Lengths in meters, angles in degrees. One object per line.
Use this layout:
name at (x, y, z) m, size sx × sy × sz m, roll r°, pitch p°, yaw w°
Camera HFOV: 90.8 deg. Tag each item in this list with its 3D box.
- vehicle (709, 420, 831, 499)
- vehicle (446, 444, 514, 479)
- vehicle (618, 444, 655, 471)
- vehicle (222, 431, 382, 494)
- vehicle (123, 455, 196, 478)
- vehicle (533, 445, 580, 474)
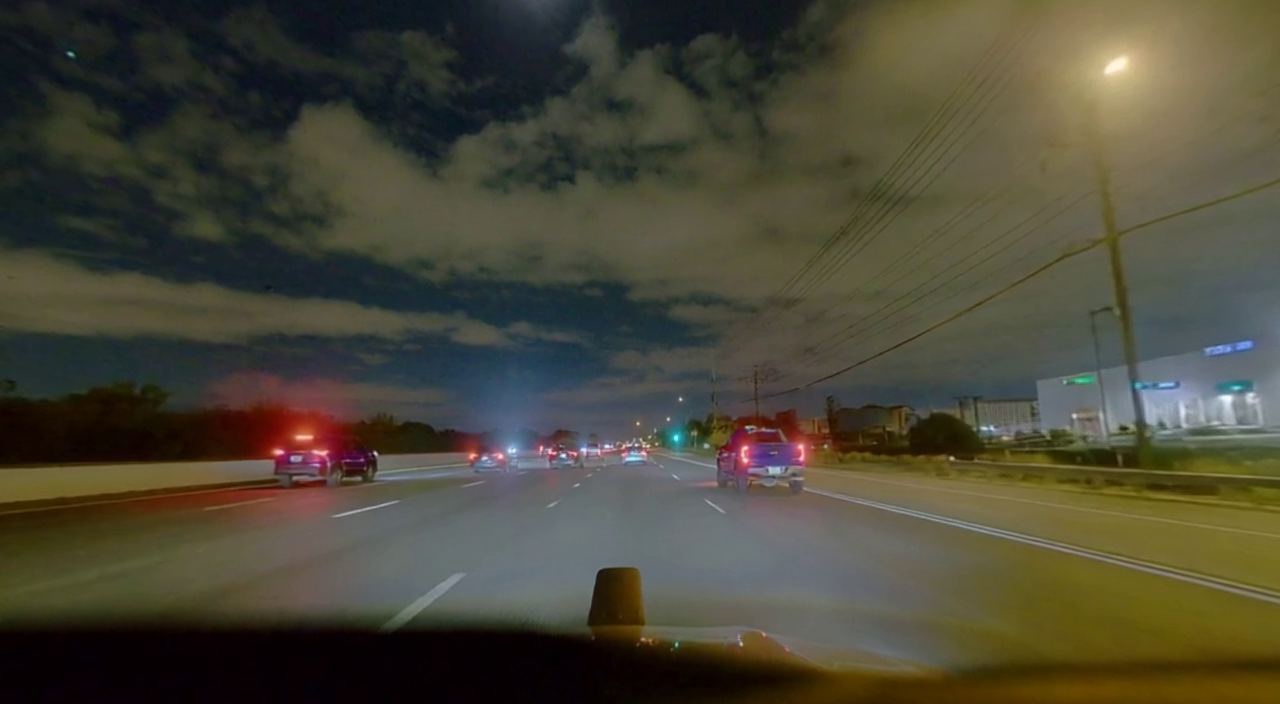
vehicle at (3.468, 3.008, 18.055) m, size 2.231 × 1.919 × 5.086 m, roll 0°, pitch -8°, yaw -2°
vehicle at (-7.417, 5.086, 29.788) m, size 1.959 × 1.496 × 4.740 m, roll 0°, pitch -8°, yaw 0°
vehicle at (-0.232, 6.193, 37.400) m, size 2.030 × 1.471 × 4.115 m, roll 0°, pitch -8°, yaw -1°
vehicle at (-11.394, 3.784, 22.037) m, size 2.317 × 1.881 × 5.903 m, roll 0°, pitch -8°, yaw 0°
vehicle at (-34.361, 8.186, 45.344) m, size 1.809 × 1.480 × 4.444 m, roll 0°, pitch -9°, yaw 0°
vehicle at (-4.416, 5.749, 33.991) m, size 1.938 × 1.444 × 4.206 m, roll 0°, pitch -8°, yaw 0°
